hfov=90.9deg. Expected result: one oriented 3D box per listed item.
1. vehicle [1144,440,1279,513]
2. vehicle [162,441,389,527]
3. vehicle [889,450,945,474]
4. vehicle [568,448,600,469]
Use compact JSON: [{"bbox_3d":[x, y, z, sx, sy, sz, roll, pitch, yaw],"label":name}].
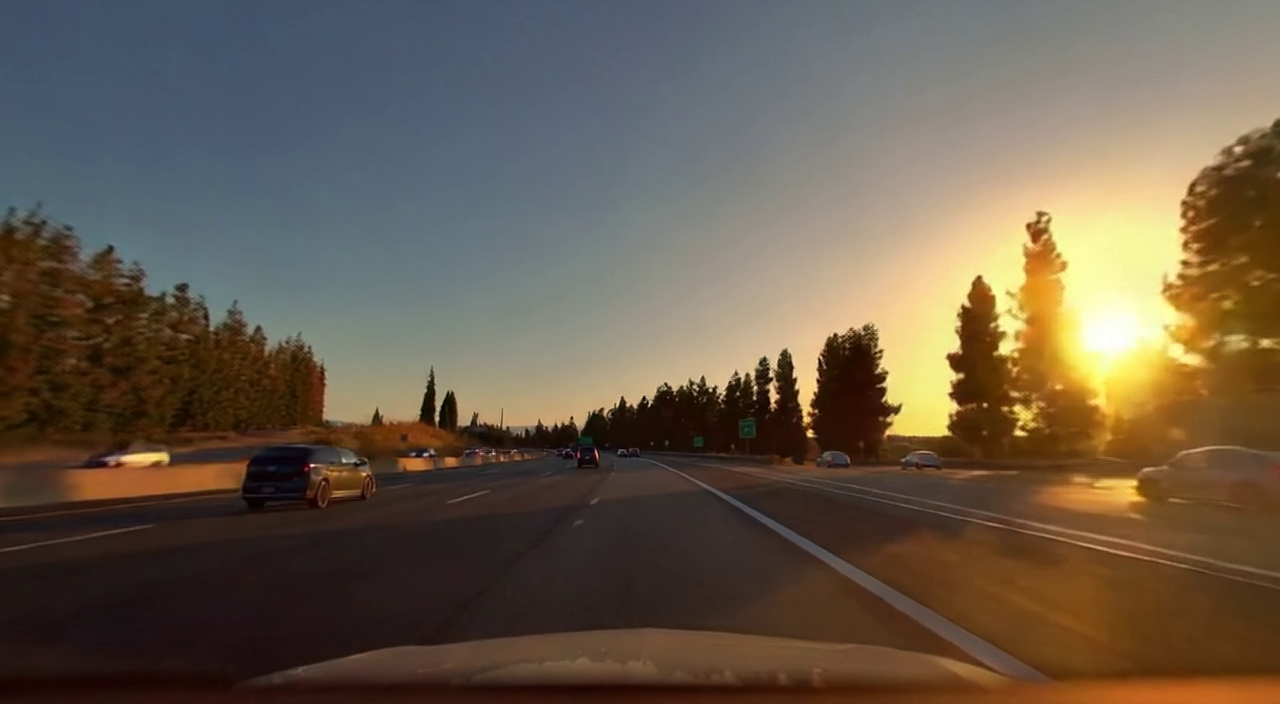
[{"bbox_3d":[14.777,2.851,14.789,2.201,1.535,4.735,-1,-9,4],"label":"vehicle"},{"bbox_3d":[-7.313,2.662,13.396,2.038,1.463,4.656,0,-9,0],"label":"vehicle"},{"bbox_3d":[18.356,7.266,42.022,1.950,1.462,4.391,-1,-9,3],"label":"vehicle"},{"bbox_3d":[-4.020,7.711,45.962,1.936,1.465,4.060,0,-9,0],"label":"vehicle"}]
